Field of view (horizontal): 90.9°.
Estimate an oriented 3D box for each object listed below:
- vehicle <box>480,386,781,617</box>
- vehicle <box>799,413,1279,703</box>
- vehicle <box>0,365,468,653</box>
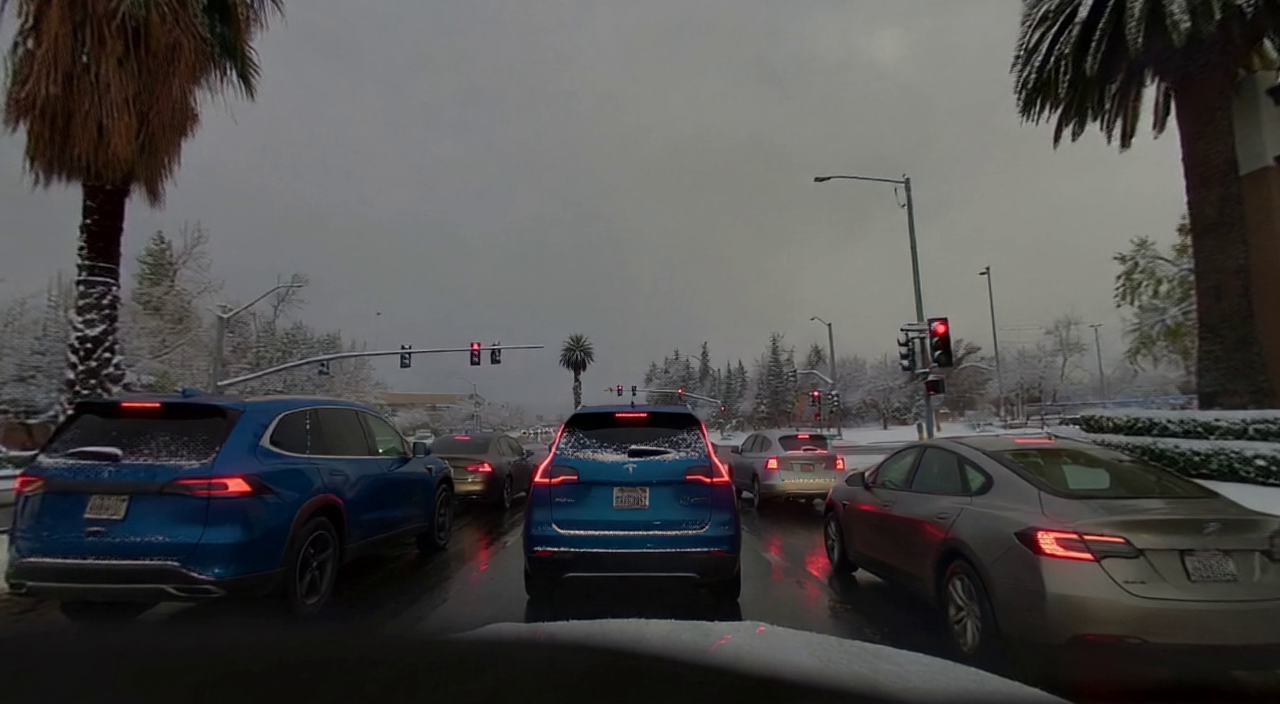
[{"bbox_3d":[-0.134,1.458,7.062,2.280,1.747,4.361,0,-8,-2],"label":"vehicle"},{"bbox_3d":[2.968,1.376,5.265,2.017,1.491,4.611,0,-8,-1],"label":"vehicle"},{"bbox_3d":[-3.347,1.277,6.126,2.014,1.755,4.360,0,-8,1],"label":"vehicle"}]
